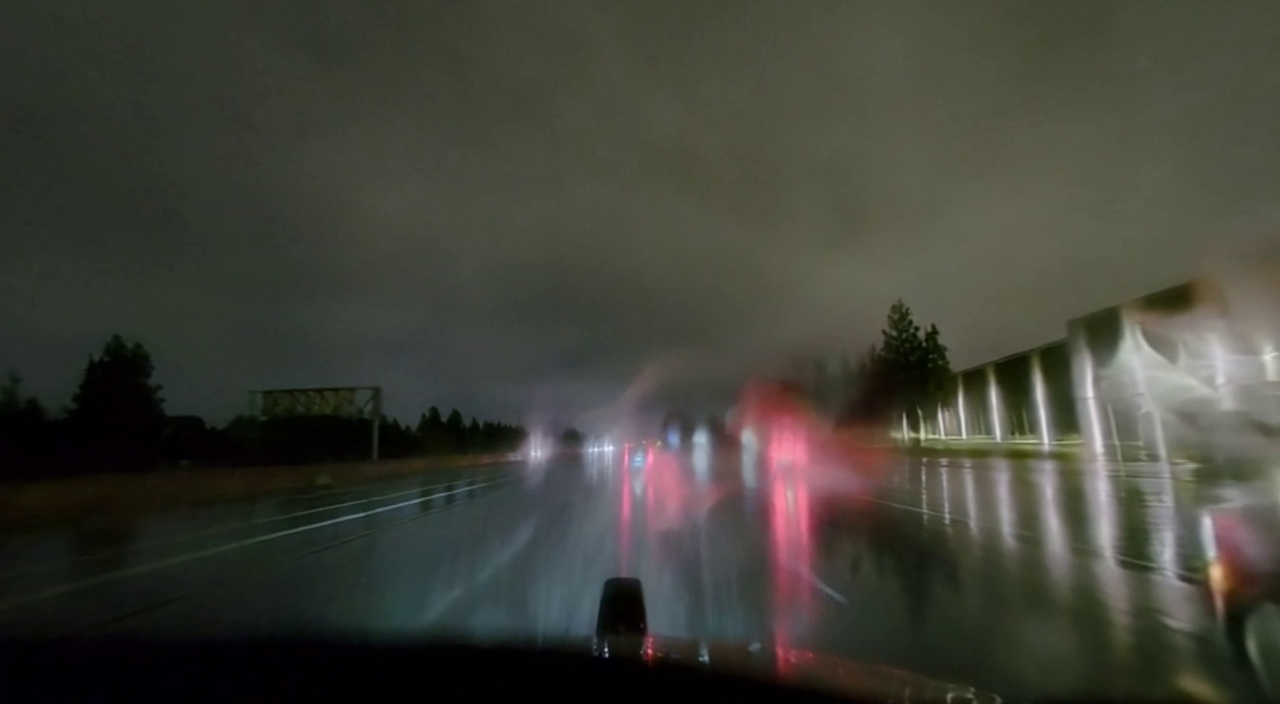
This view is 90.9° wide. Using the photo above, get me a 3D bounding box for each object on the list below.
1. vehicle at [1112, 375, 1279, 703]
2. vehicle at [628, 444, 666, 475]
[{"bbox_3d":[3.801,0.641,1.060,2.008,1.595,5.082,0,-9,-1],"label":"vehicle"},{"bbox_3d":[0.408,6.080,35.860,2.015,1.639,4.086,0,-9,1],"label":"vehicle"}]
